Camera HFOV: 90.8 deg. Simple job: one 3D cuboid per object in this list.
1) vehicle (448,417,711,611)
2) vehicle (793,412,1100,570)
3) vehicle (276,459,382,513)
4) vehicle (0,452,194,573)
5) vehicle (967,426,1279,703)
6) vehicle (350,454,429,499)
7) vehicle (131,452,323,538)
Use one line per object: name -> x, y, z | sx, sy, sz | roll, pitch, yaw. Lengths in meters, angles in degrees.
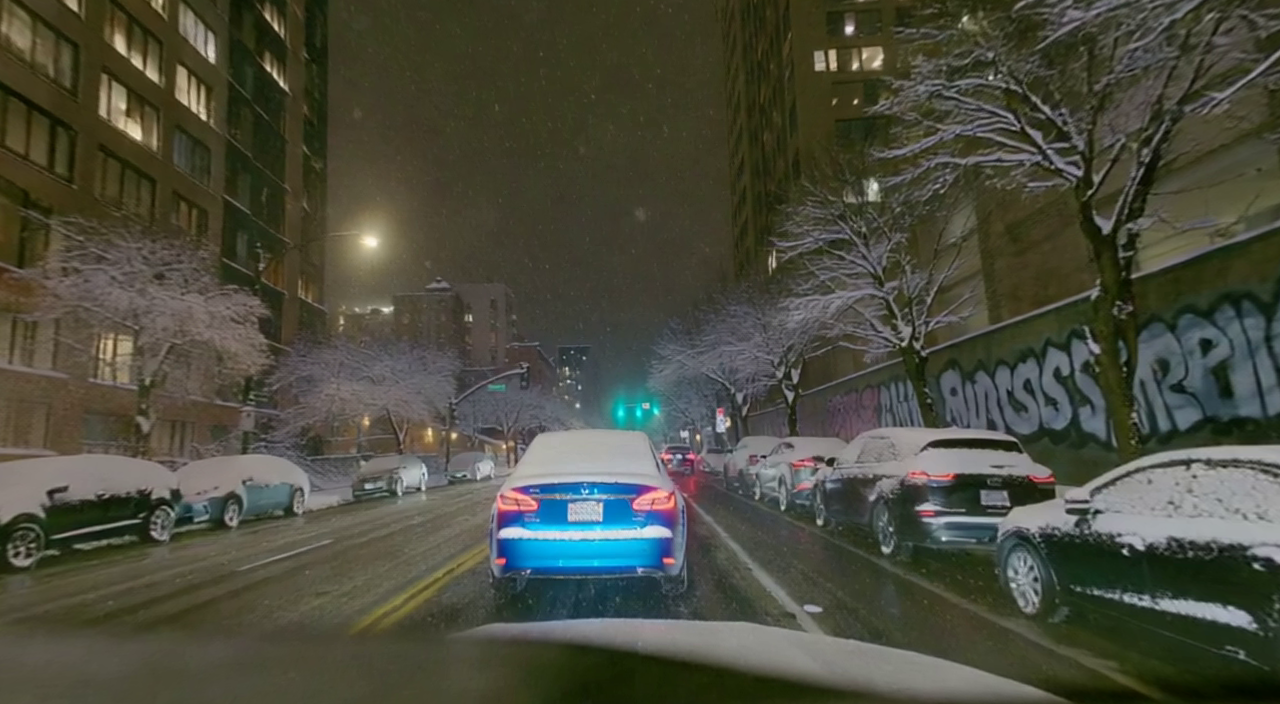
vehicle -> -0.502, 1.660, 7.434 | 2.166, 1.579, 4.300 | 0, -8, 0
vehicle -> 4.199, 2.000, 10.007 | 2.097, 1.811, 5.230 | 0, -8, -2
vehicle -> -11.057, 4.741, 22.788 | 1.741, 1.506, 4.370 | -5, -8, -2
vehicle -> -10.853, 2.894, 11.614 | 1.988, 1.781, 4.827 | -8, -8, -4
vehicle -> 4.261, 1.319, 3.989 | 1.955, 1.535, 4.266 | 4, -9, -3
vehicle -> -11.022, 5.445, 28.074 | 1.822, 1.639, 4.144 | -5, -8, 0
vehicle -> -10.874, 3.714, 17.127 | 2.276, 1.741, 4.439 | -6, -8, -1
